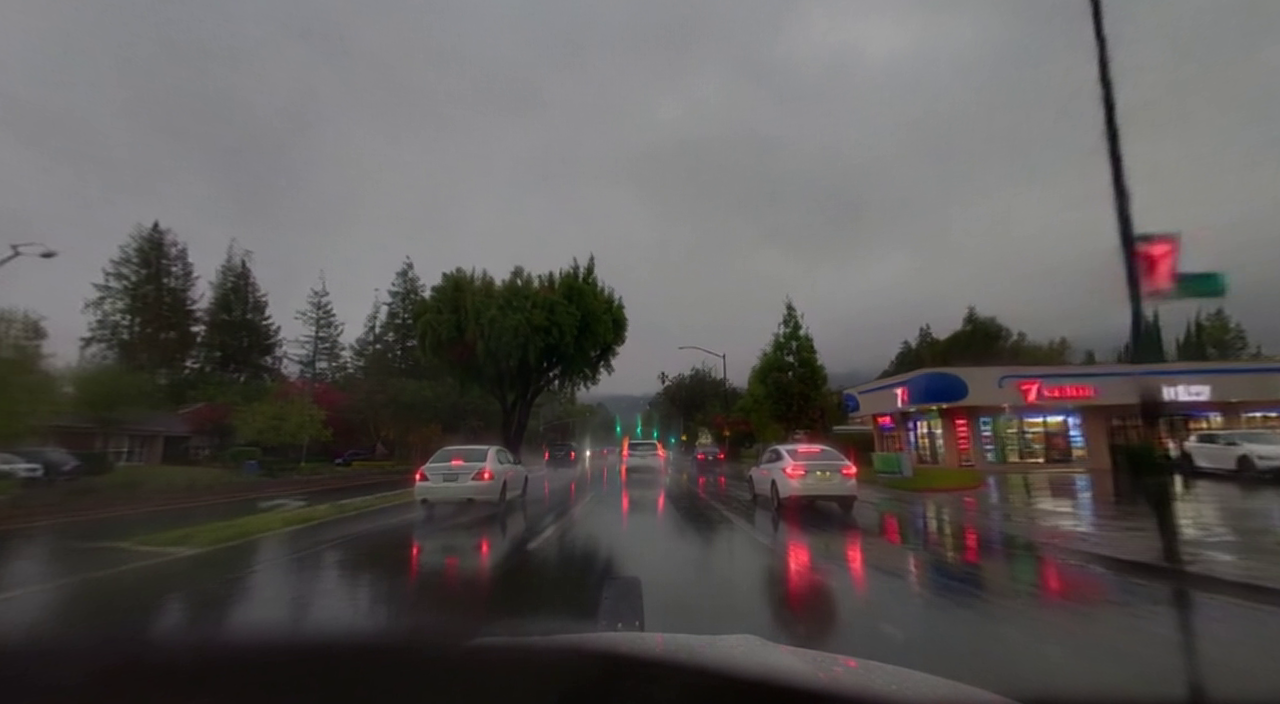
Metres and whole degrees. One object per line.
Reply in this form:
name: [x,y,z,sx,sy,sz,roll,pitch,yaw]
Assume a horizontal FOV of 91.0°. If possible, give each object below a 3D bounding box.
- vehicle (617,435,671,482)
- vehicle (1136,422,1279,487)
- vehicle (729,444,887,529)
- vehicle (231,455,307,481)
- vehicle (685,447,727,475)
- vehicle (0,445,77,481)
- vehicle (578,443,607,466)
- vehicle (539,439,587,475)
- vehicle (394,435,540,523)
vehicle: [0.119,4.587,27.442,2.164,1.867,4.254,0,-8,-1]
vehicle: [18.571,3.237,20.177,1.905,1.833,4.347,0,-8,3]
vehicle: [3.288,2.710,13.430,1.977,1.480,4.589,0,-8,-2]
vehicle: [-22.508,7.040,38.453,1.827,1.441,4.660,0,-8,0]
vehicle: [3.672,6.147,35.837,1.880,1.476,3.932,0,-8,-1]
vehicle: [-30.077,5.304,30.200,4.123,1.648,2.053,0,-8,1]
vehicle: [-3.617,7.869,48.379,1.871,1.673,3.920,0,-8,1]
vehicle: [-3.845,5.350,32.213,1.932,1.695,4.235,0,-8,0]
vehicle: [-3.312,2.498,12.991,1.864,1.505,4.202,0,-8,-1]
